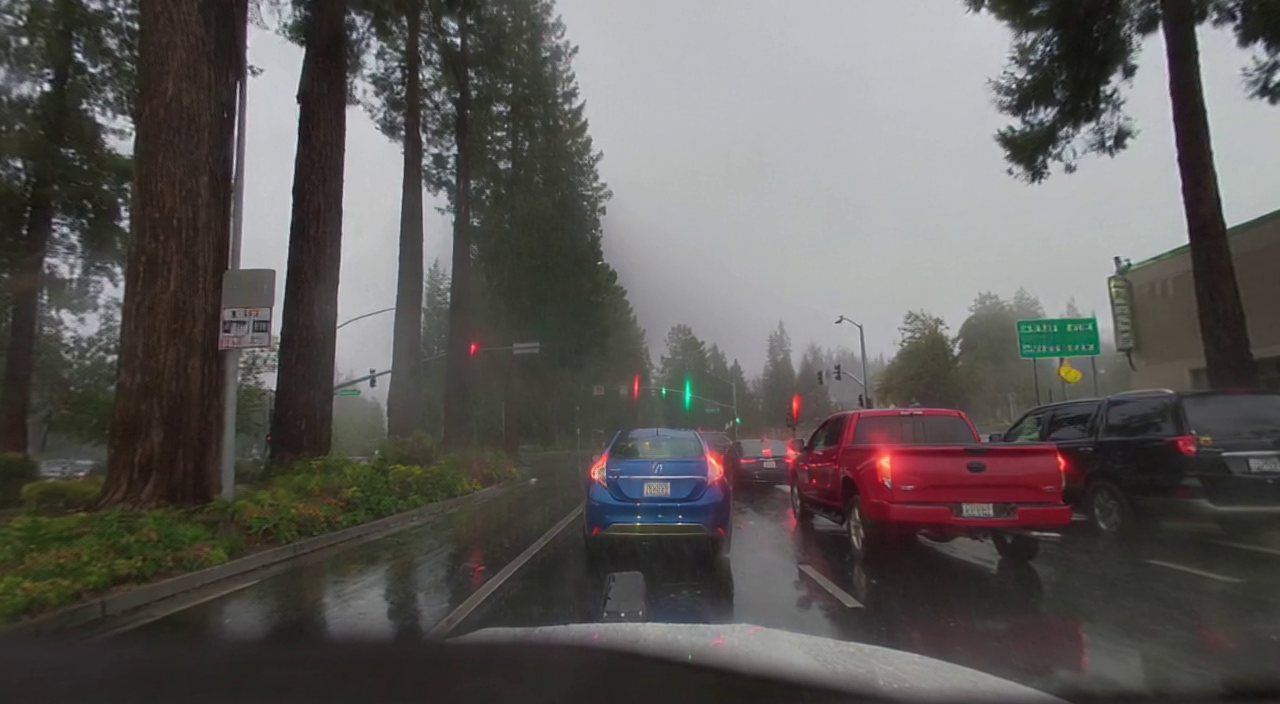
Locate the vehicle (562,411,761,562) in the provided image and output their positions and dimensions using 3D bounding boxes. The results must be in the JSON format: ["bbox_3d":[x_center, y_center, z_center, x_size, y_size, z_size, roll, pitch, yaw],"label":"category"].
[{"bbox_3d":[0.247,1.772,8.978,2.168,1.641,4.039,0,-8,0],"label":"vehicle"}]

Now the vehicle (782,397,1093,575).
[{"bbox_3d":[3.389,1.627,8.377,2.099,1.725,4.290,0,-8,1],"label":"vehicle"}]
